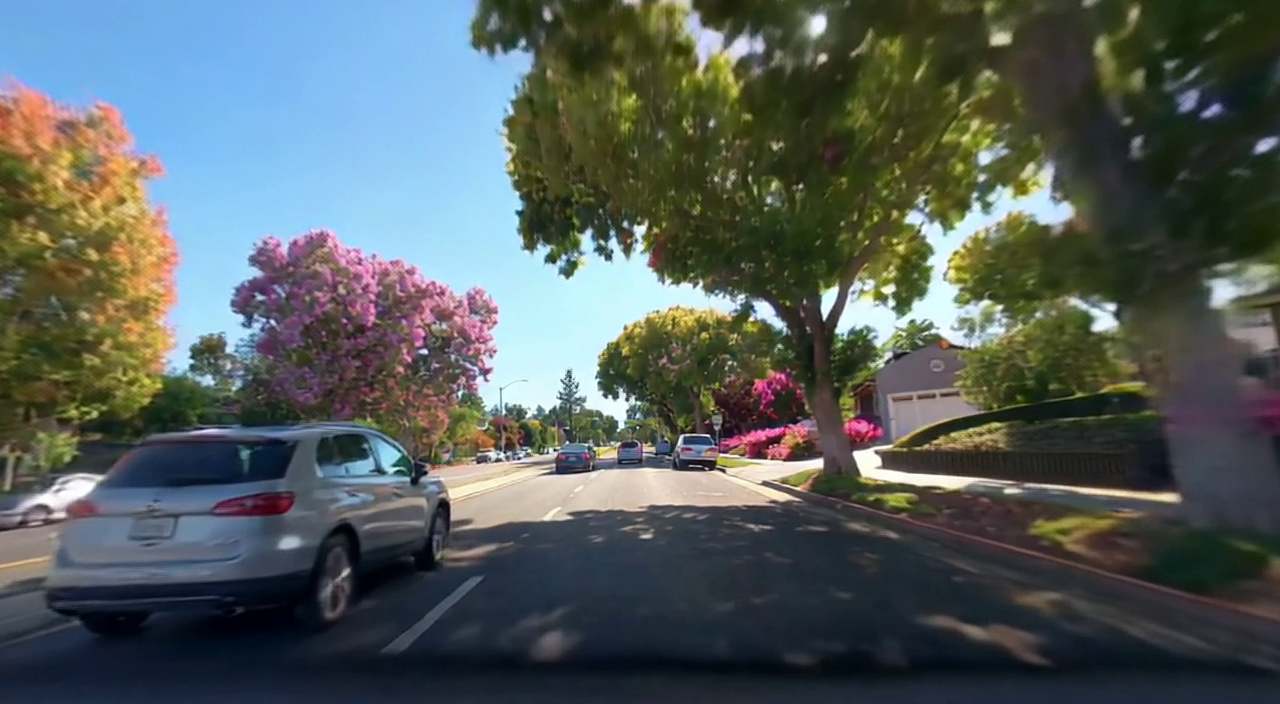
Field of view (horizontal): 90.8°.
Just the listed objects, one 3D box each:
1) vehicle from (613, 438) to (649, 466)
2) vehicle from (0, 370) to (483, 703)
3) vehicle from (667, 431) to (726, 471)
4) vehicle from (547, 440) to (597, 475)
[{"bbox_3d":[-0.615,6.913,43.680,2.376,1.801,4.317,0,-9,-1],"label":"vehicle"},{"bbox_3d":[-3.245,1.347,5.916,2.257,1.751,5.028,0,-9,0],"label":"vehicle"},{"bbox_3d":[3.013,5.478,35.039,2.653,2.058,5.096,0,-9,-1],"label":"vehicle"},{"bbox_3d":[-3.398,5.411,32.523,2.167,1.634,4.220,0,-9,-1],"label":"vehicle"}]
